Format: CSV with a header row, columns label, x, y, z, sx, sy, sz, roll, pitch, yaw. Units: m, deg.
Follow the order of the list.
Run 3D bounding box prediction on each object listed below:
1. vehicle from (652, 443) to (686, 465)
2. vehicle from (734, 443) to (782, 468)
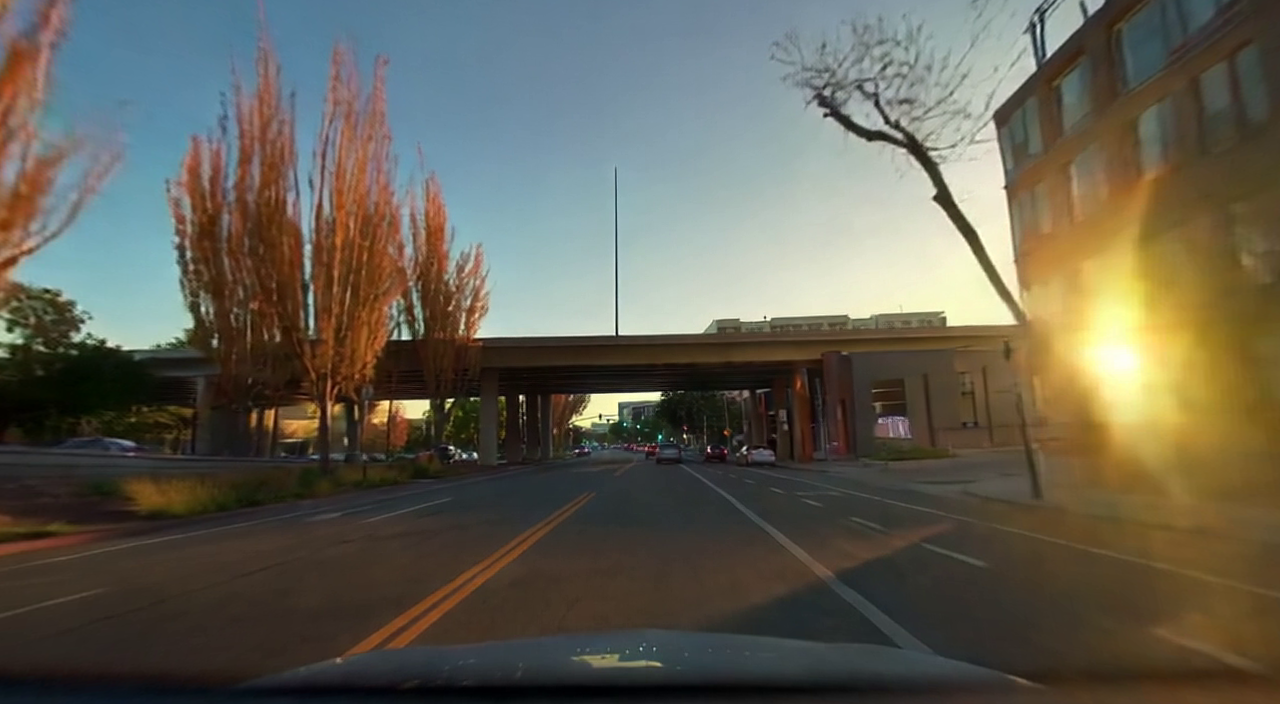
label,x,y,z,sx,sy,sz,roll,pitch,yaw
vehicle,2.049,7.201,44.794,2.280,1.475,4.051,0,-9,2
vehicle,7.270,6.413,39.334,2.035,1.435,4.481,0,-9,-1
